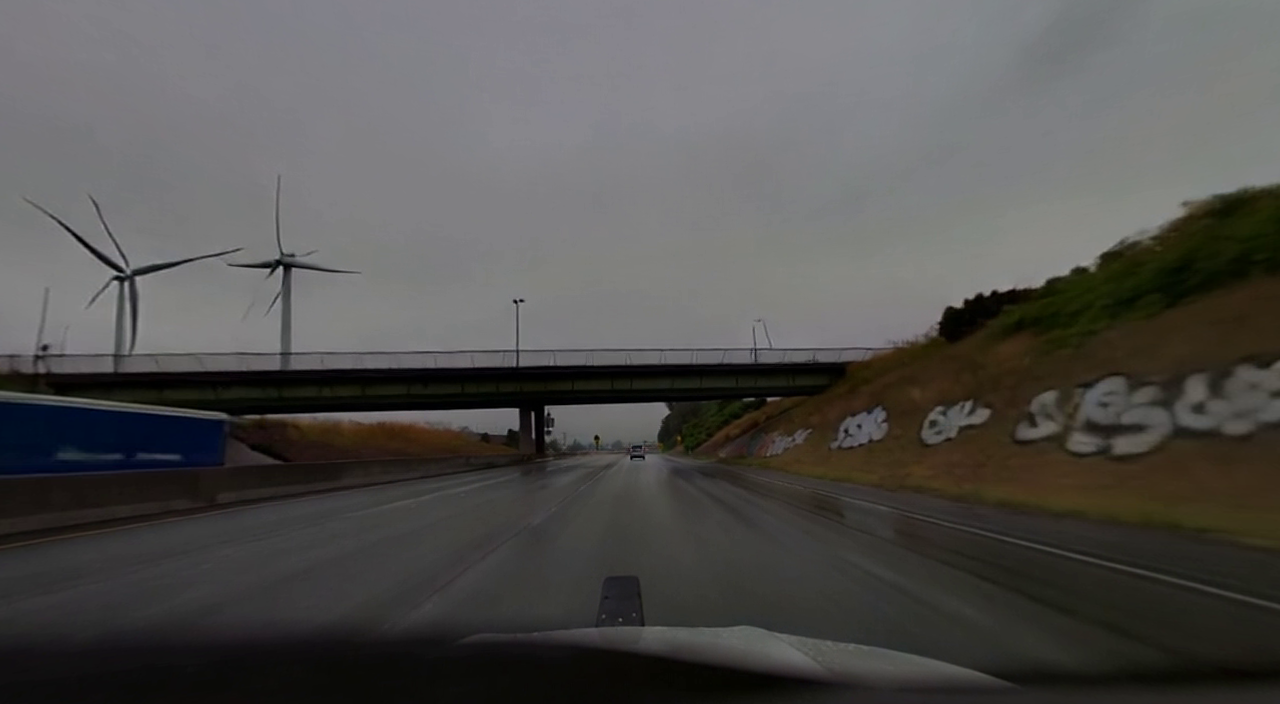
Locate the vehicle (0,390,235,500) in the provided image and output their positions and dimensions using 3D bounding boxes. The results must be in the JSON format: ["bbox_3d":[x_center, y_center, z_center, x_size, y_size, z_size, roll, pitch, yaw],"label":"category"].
[{"bbox_3d":[-23.074,3.867,25.910,2.996,3.684,15.096,0,-9,0],"label":"vehicle"}]
